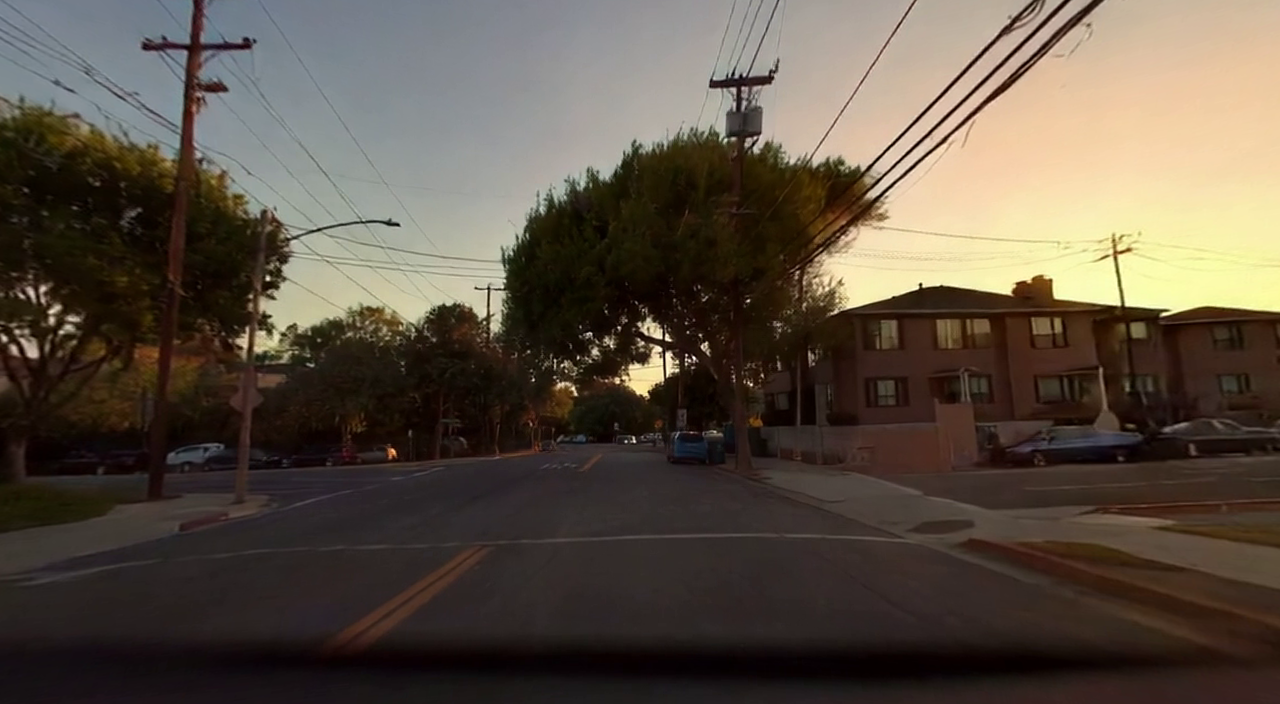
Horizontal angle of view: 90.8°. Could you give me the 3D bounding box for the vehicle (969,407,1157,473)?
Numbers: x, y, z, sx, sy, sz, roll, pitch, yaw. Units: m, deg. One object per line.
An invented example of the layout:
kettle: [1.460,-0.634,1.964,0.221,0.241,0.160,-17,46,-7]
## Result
vehicle: [12.943,2.716,19.508,4.375,1.733,1.953,-2,-9,-4]

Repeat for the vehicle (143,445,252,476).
vehicle: [-25.044,6.121,35.945,1.814,1.462,4.703,-8,-10,30]

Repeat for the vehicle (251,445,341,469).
vehicle: [-21.956,6.707,40.481,1.797,1.446,4.694,-4,-10,30]

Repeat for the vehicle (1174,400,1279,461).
vehicle: [19.786,2.382,19.815,4.264,1.730,1.961,-2,-7,-3]

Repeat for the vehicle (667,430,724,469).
vehicle: [2.388,4.356,28.223,1.999,1.604,4.065,0,-8,-3]

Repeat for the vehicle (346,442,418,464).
vehicle: [-18.540,7.287,45.553,1.835,1.463,4.469,-4,-10,32]
